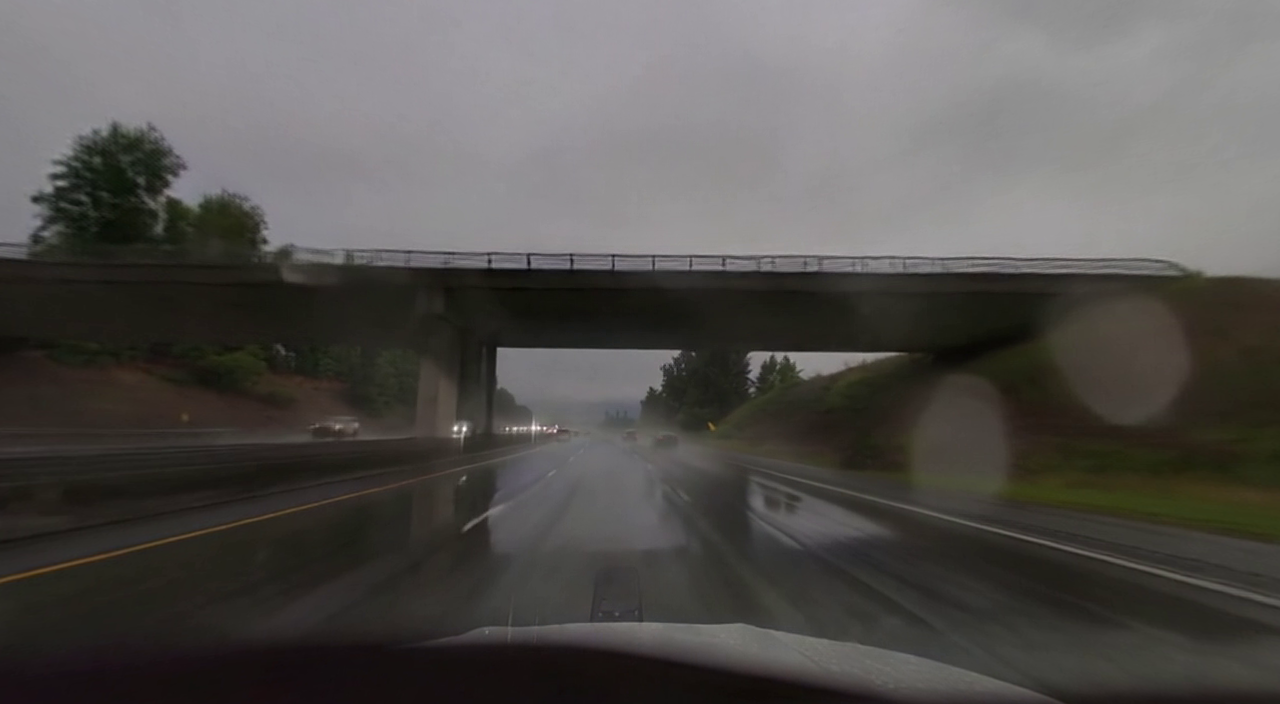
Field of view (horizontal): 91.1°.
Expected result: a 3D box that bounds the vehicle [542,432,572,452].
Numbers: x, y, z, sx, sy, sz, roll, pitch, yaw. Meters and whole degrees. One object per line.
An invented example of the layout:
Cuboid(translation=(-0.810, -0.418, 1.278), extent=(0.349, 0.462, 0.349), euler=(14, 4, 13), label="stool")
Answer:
Cuboid(translation=(-6.320, 6.877, 48.134), extent=(1.966, 1.460, 3.519), euler=(0, -8, -2), label="vehicle")

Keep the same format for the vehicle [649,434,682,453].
Cuboid(translation=(1.774, 6.486, 44.722), extent=(1.999, 1.329, 3.913), euler=(1, -8, -3), label="vehicle")
